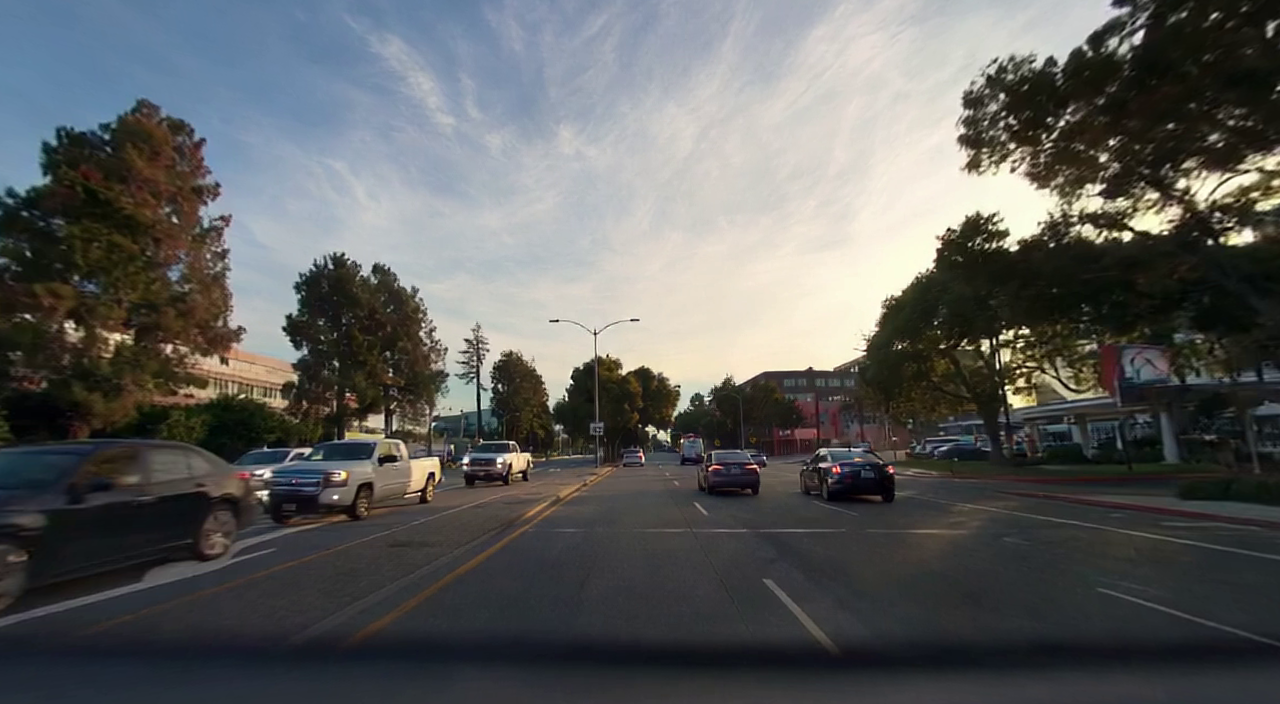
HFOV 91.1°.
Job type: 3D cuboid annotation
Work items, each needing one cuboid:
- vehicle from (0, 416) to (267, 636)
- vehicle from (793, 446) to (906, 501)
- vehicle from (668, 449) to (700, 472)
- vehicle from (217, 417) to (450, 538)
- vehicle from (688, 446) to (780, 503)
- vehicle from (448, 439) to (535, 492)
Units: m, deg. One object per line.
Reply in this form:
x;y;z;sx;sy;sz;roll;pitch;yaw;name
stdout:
-5.605;1.423;5.519;1.963;1.576;4.385;-2;-8;0;vehicle
6.288;3.670;19.466;1.918;1.484;4.456;0;-8;-1;vehicle
2.966;7.462;43.467;1.877;1.502;3.958;0;-8;-1;vehicle
-5.697;2.382;12.701;2.187;1.868;5.181;-2;-8;-1;vehicle
2.664;3.573;18.820;1.971;1.479;4.493;0;-8;-1;vehicle
-5.499;4.267;24.042;2.016;1.770;5.300;0;-8;0;vehicle
